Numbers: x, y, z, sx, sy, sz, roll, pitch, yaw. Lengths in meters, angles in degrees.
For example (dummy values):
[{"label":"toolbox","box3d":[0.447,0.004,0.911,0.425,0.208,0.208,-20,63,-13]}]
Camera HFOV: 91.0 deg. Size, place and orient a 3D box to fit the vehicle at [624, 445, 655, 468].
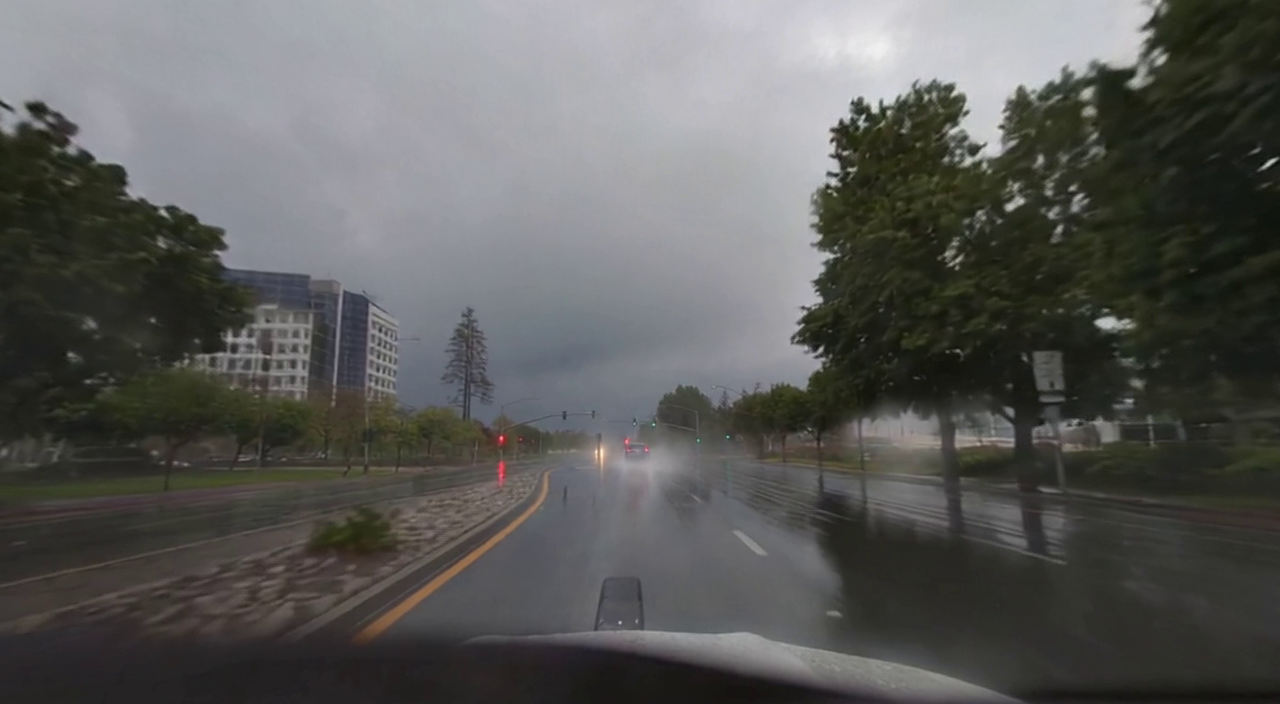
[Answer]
[{"label":"vehicle","box3d":[-0.029,7.373,44.552,2.064,1.477,3.968,-1,-9,1]}]
